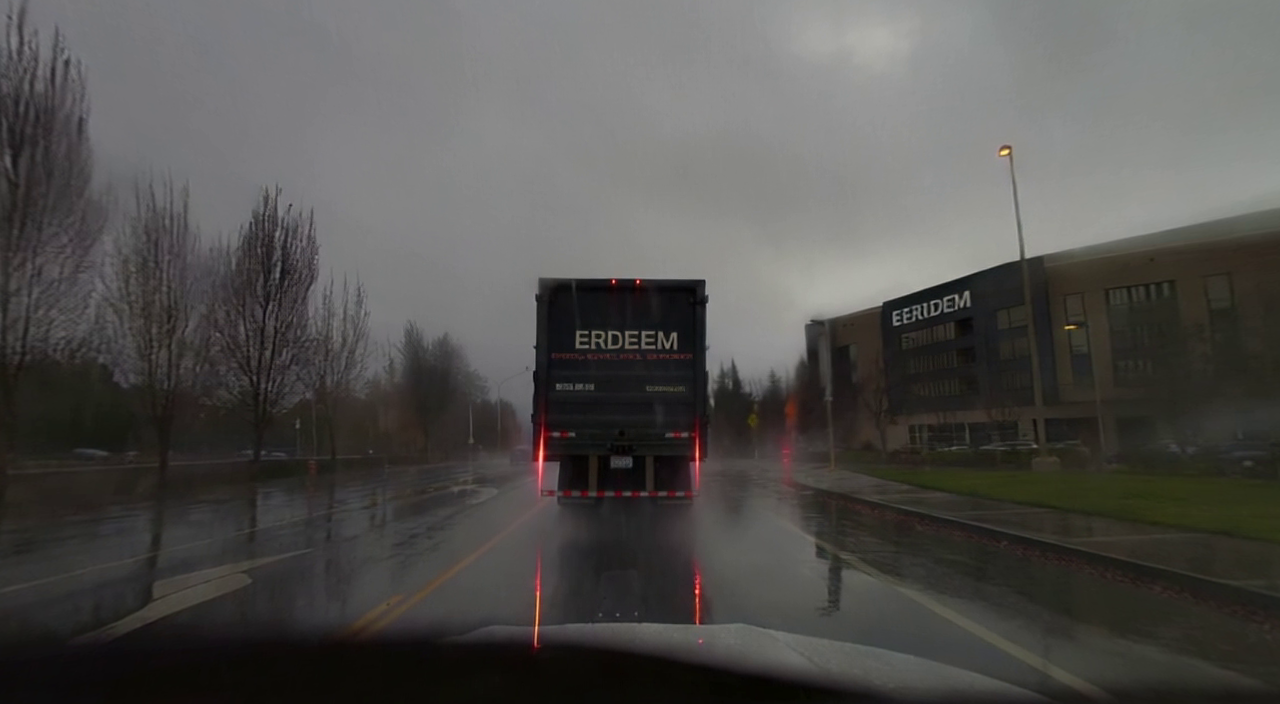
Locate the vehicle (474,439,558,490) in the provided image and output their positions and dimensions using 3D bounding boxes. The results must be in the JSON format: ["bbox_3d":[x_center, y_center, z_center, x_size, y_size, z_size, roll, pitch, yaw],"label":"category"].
[{"bbox_3d":[-3.925,3.607,20.549,1.957,1.462,3.878,0,-8,0],"label":"vehicle"}]

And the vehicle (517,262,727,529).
[{"bbox_3d":[-0.207,1.186,13.471,2.876,3.724,9.351,0,-8,1],"label":"vehicle"}]

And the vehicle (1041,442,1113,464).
[{"bbox_3d":[31.352,7.216,45.167,1.652,1.423,3.797,5,-9,-35],"label":"vehicle"}]
